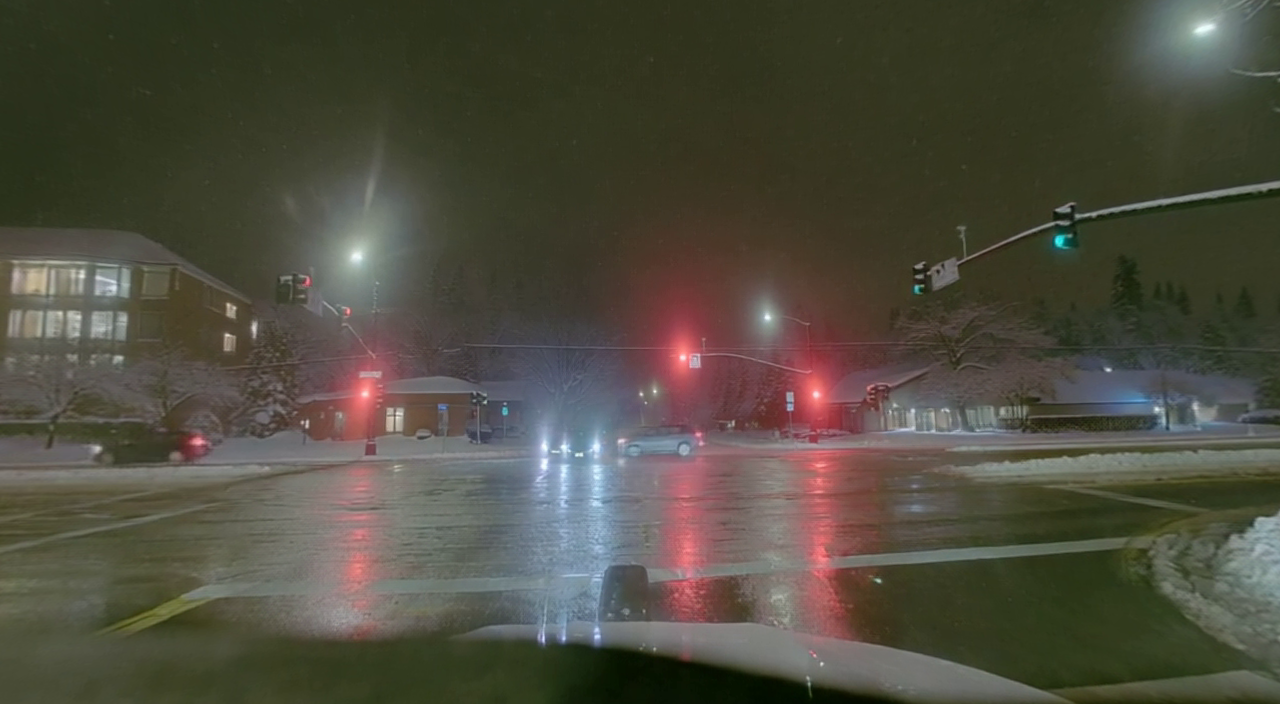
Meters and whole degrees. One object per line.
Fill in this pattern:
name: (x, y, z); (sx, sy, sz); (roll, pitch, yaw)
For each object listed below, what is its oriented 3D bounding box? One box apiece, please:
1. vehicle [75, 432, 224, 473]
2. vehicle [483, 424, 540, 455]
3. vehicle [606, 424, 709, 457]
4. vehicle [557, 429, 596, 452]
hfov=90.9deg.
vehicle: (-20.223, 4.154, 26.196); (4.407, 1.569, 1.859); (2, -9, -11)
vehicle: (-8.236, 5.736, 40.909); (2.000, 1.864, 5.044); (-1, -9, 7)
vehicle: (0.766, 4.095, 29.106); (4.510, 1.431, 1.884); (1, -9, -8)
vehicle: (-4.351, 6.158, 43.761); (1.919, 1.467, 4.086); (-1, -9, 6)
